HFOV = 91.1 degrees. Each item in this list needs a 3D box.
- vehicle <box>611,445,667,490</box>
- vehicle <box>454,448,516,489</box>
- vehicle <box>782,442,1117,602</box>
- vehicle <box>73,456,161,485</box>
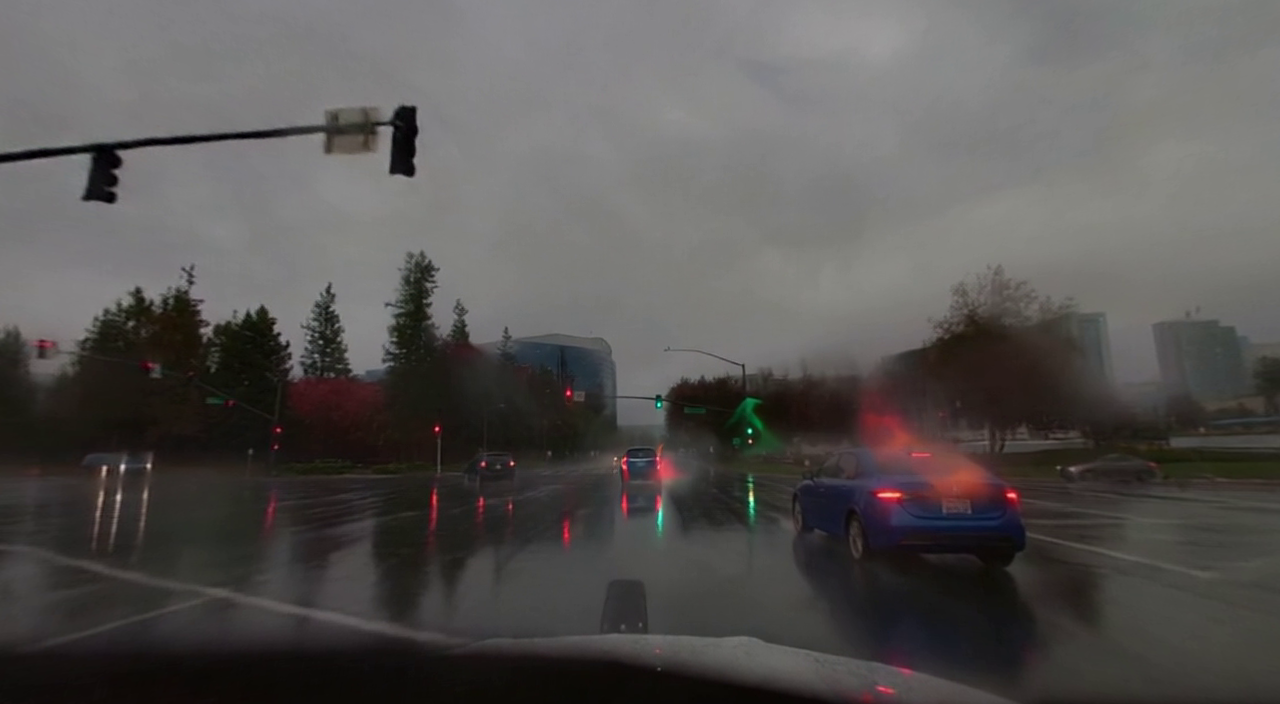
[{"bbox_3d":[-0.044,4.669,25.717,2.108,1.654,4.235,0,-9,0],"label":"vehicle"},{"bbox_3d":[-6.985,5.142,28.068,1.987,1.633,4.005,4,-9,-23],"label":"vehicle"},{"bbox_3d":[3.407,1.931,8.178,2.056,1.468,4.520,0,-9,0],"label":"vehicle"},{"bbox_3d":[-31.487,7.091,37.817,4.422,1.605,1.955,-3,-9,20],"label":"vehicle"}]
